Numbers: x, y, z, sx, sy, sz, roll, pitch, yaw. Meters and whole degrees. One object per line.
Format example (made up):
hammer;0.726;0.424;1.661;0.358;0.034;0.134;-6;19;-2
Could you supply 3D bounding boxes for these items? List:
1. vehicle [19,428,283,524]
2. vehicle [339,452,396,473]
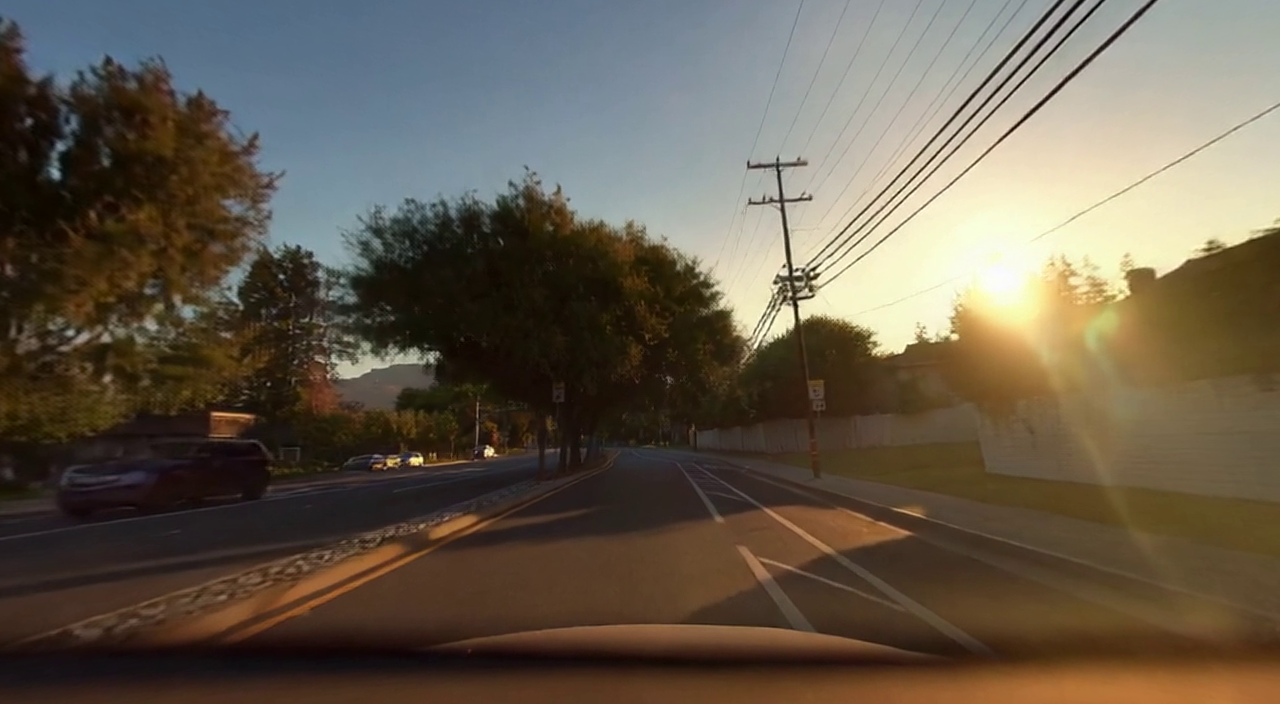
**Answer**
vehicle;-11.274;2.860;15.216;2.336;1.905;4.908;-1;-8;1
vehicle;-21.288;8.651;49.485;1.919;1.497;5.140;-1;-8;4
